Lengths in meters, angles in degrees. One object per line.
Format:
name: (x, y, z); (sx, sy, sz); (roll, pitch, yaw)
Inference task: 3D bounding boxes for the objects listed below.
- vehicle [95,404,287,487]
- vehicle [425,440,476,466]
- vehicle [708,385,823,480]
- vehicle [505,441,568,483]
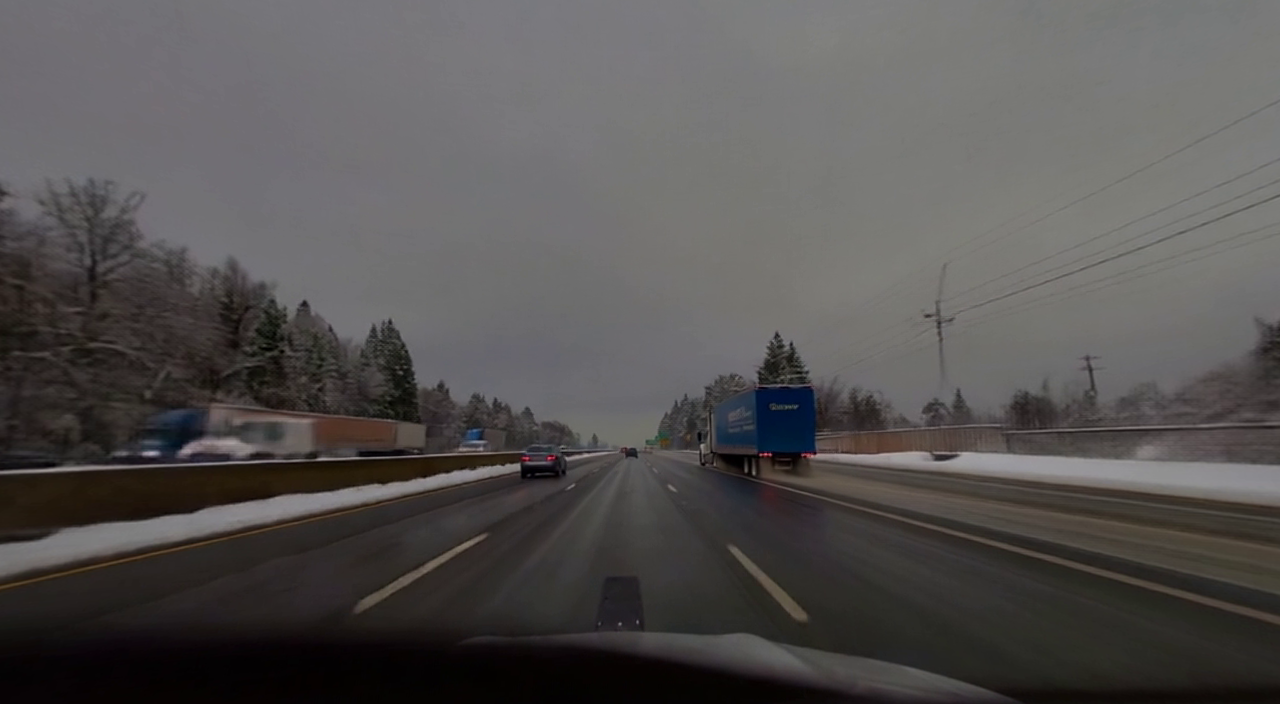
vehicle: (-13.417, 2.888, 19.443); (2.215, 2.225, 4.941); (0, -9, 0)
vehicle: (-13.443, 7.209, 45.133); (2.193, 1.724, 4.842); (0, -9, 0)
vehicle: (6.421, 4.795, 36.041); (2.919, 4.195, 15.833); (0, -9, -1)
vehicle: (-4.345, 4.677, 27.130); (2.027, 1.651, 4.099); (0, -9, 0)
